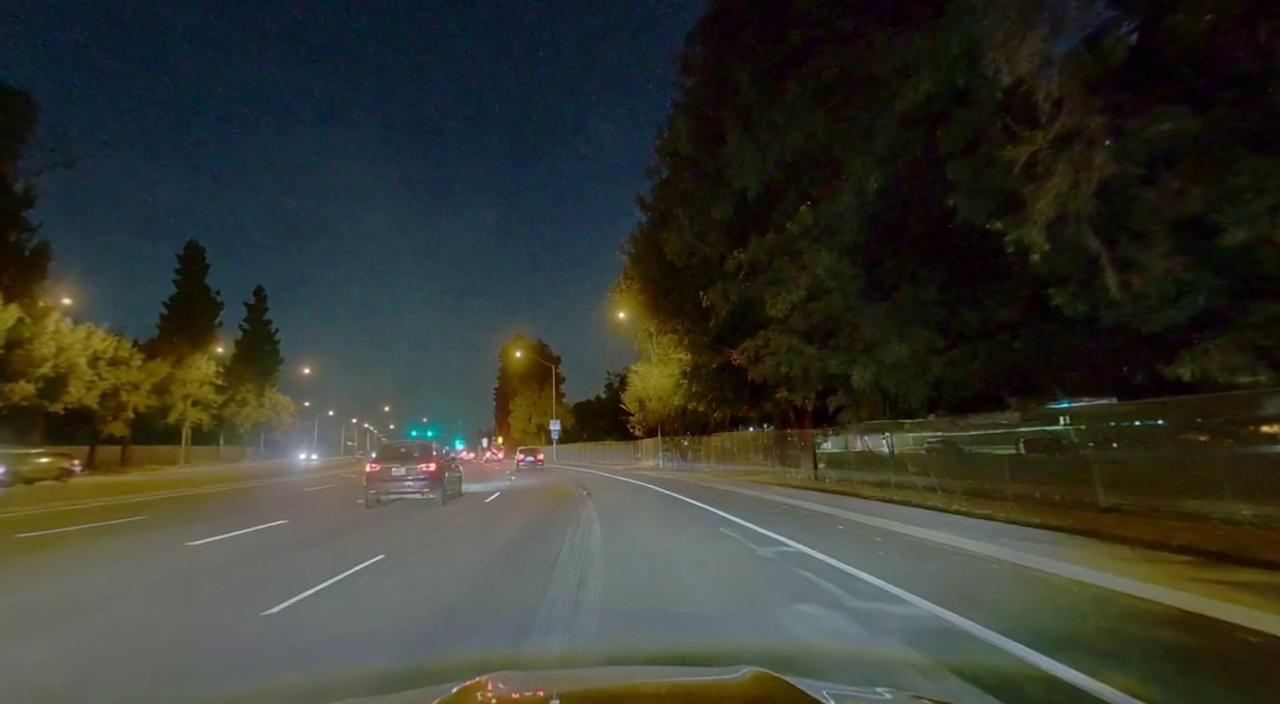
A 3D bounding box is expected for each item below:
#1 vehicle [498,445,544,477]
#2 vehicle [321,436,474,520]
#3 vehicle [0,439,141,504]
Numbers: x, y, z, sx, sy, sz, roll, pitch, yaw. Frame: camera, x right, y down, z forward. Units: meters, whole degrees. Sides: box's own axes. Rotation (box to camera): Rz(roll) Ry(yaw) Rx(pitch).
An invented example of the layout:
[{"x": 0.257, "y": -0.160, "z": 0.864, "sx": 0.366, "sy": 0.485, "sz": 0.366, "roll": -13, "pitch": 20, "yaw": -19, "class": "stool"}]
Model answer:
[{"x": -6.075, "y": 5.558, "z": 32.542, "sx": 2.147, "sy": 1.474, "sz": 4.083, "roll": 1, "pitch": -9, "yaw": -9, "class": "vehicle"}, {"x": -5.491, "y": 2.877, "z": 15.059, "sx": 2.105, "sy": 1.676, "sz": 4.541, "roll": 0, "pitch": -8, "yaw": -4, "class": "vehicle"}, {"x": -18.457, "y": 3.605, "z": 19.619, "sx": 2.211, "sy": 1.742, "sz": 5.282, "roll": 1, "pitch": -9, "yaw": -9, "class": "vehicle"}]
